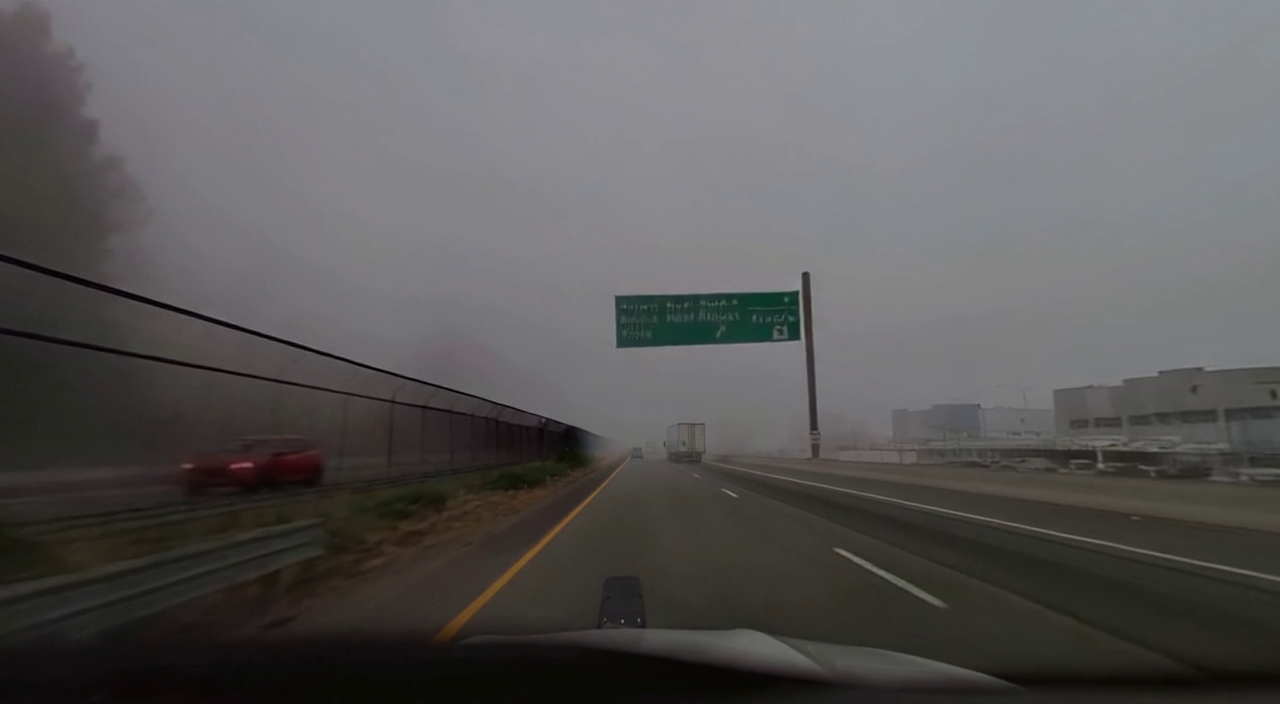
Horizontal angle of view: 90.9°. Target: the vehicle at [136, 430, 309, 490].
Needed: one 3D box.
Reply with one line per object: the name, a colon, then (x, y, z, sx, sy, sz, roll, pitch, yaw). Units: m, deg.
vehicle: (-12.116, 3.174, 18.798, 1.914, 1.562, 4.690, 0, -9, 0)
